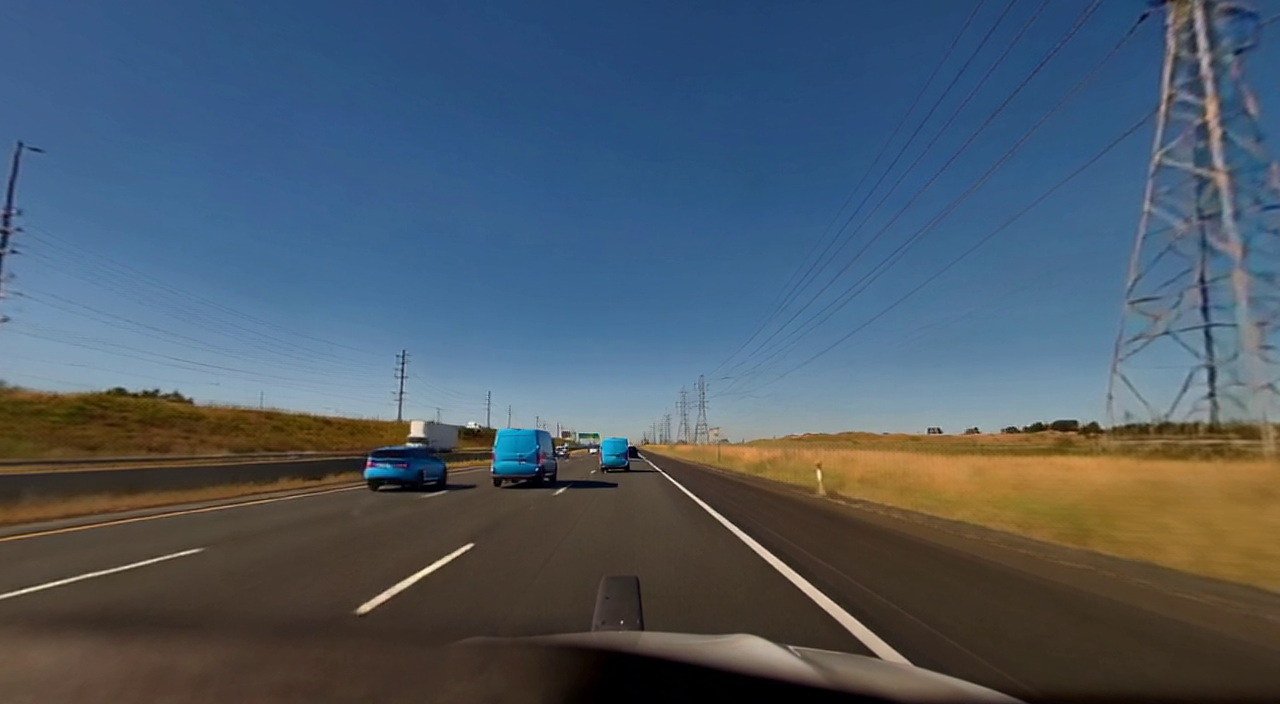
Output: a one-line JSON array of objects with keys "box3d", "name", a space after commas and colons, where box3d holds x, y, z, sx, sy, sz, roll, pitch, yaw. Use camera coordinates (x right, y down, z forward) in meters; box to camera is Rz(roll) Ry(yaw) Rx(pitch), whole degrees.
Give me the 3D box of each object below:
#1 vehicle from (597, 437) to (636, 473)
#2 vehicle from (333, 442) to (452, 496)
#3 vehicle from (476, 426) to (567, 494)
[{"box3d": [-1.385, 6.159, 37.956, 2.197, 2.011, 5.130, 0, -9, -1], "name": "vehicle"}, {"box3d": [-7.904, 3.773, 20.728, 1.975, 1.540, 4.759, 0, -9, 0], "name": "vehicle"}, {"box3d": [-3.824, 3.600, 21.339, 2.145, 2.010, 4.980, 0, -9, 0], "name": "vehicle"}]
